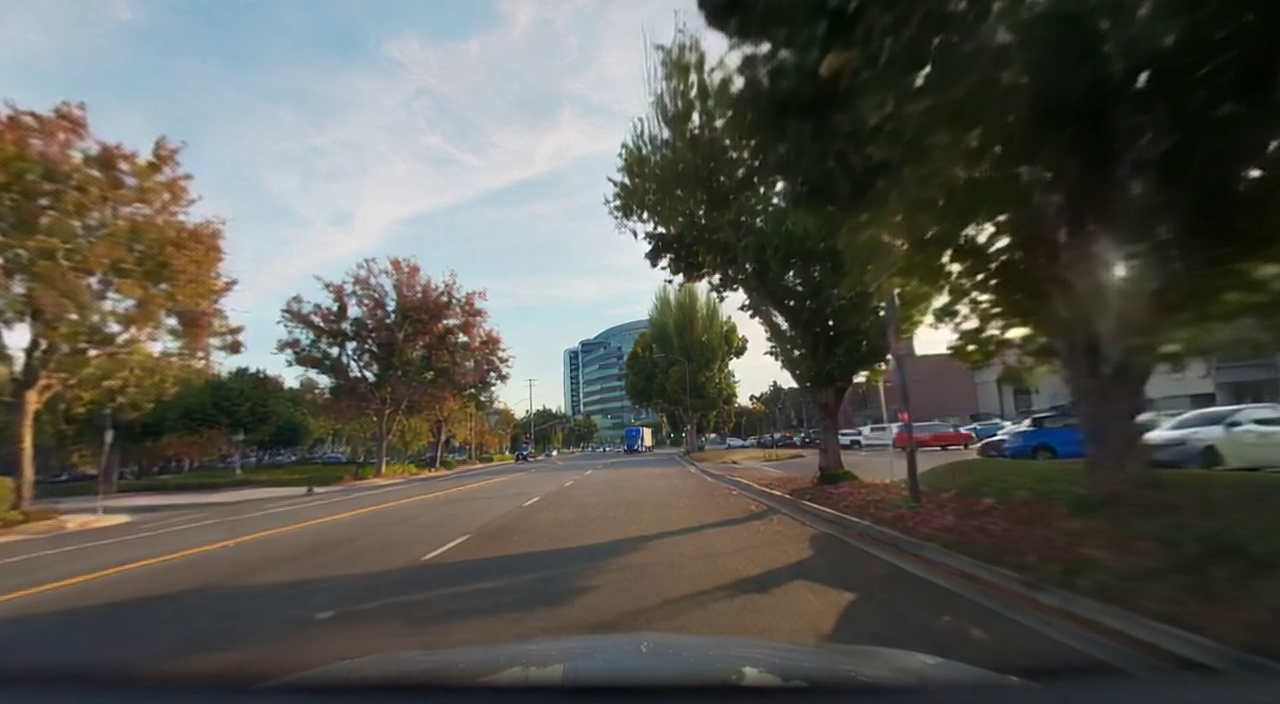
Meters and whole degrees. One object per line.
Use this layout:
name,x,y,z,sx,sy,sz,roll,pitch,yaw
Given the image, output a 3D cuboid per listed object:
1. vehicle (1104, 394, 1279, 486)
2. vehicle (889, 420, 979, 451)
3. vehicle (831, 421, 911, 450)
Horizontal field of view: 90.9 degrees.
vehicle,13.245,1.921,13.902,4.341,1.820,2.027,-1,-8,-2
vehicle,17.899,5.081,38.456,4.653,1.782,2.042,2,-9,-15
vehicle,17.004,6.182,46.469,5.051,2.038,2.142,1,-8,-9
